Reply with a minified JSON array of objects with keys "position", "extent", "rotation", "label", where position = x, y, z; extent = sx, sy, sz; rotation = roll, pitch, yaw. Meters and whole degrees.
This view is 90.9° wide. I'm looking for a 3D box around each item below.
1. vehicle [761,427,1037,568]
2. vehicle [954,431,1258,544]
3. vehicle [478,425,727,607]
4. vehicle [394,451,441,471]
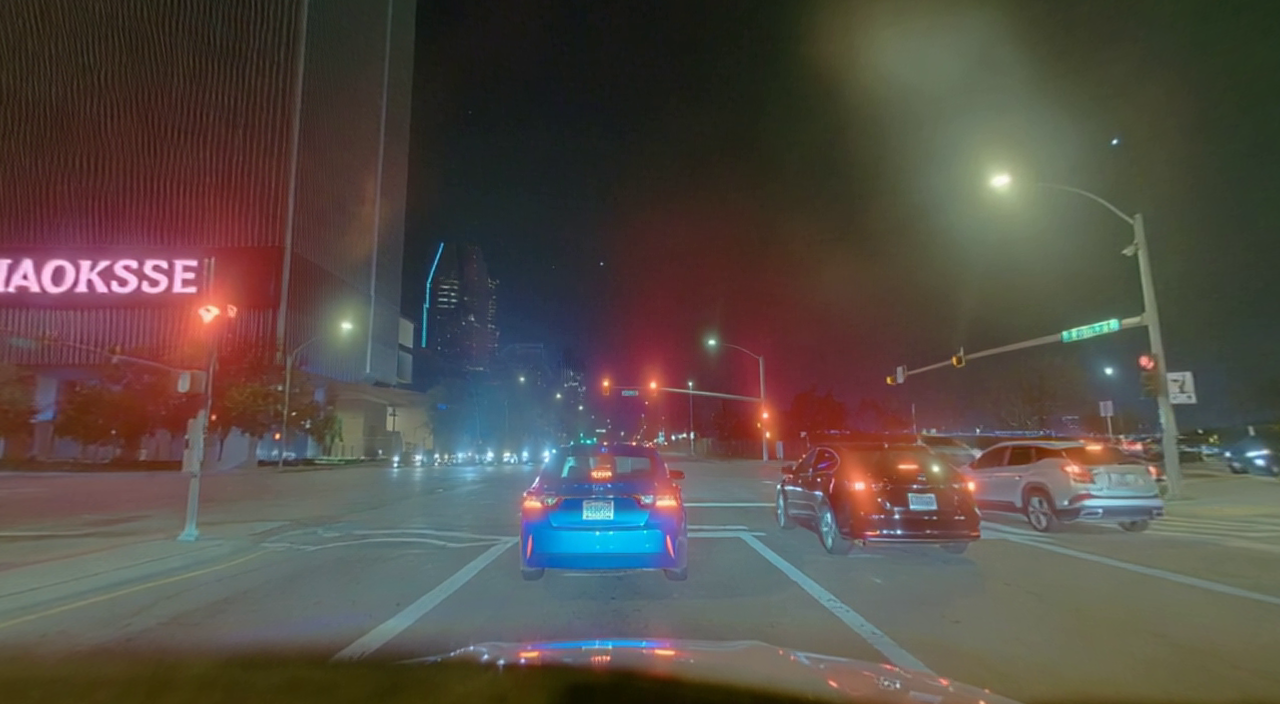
[{"position":[3.227,1.889,8.972],"extent":[2.042,1.508,4.109],"rotation":[0,-8,-2],"label":"vehicle"},{"position":[7.458,2.165,10.785],"extent":[1.908,1.517,4.182],"rotation":[0,-8,-1],"label":"vehicle"},{"position":[-0.357,1.655,7.292],"extent":[2.059,1.477,3.988],"rotation":[0,-8,-1],"label":"vehicle"},{"position":[-17.083,8.389,48.692],"extent":[2.048,1.463,4.530],"rotation":[0,-8,-1],"label":"vehicle"}]
